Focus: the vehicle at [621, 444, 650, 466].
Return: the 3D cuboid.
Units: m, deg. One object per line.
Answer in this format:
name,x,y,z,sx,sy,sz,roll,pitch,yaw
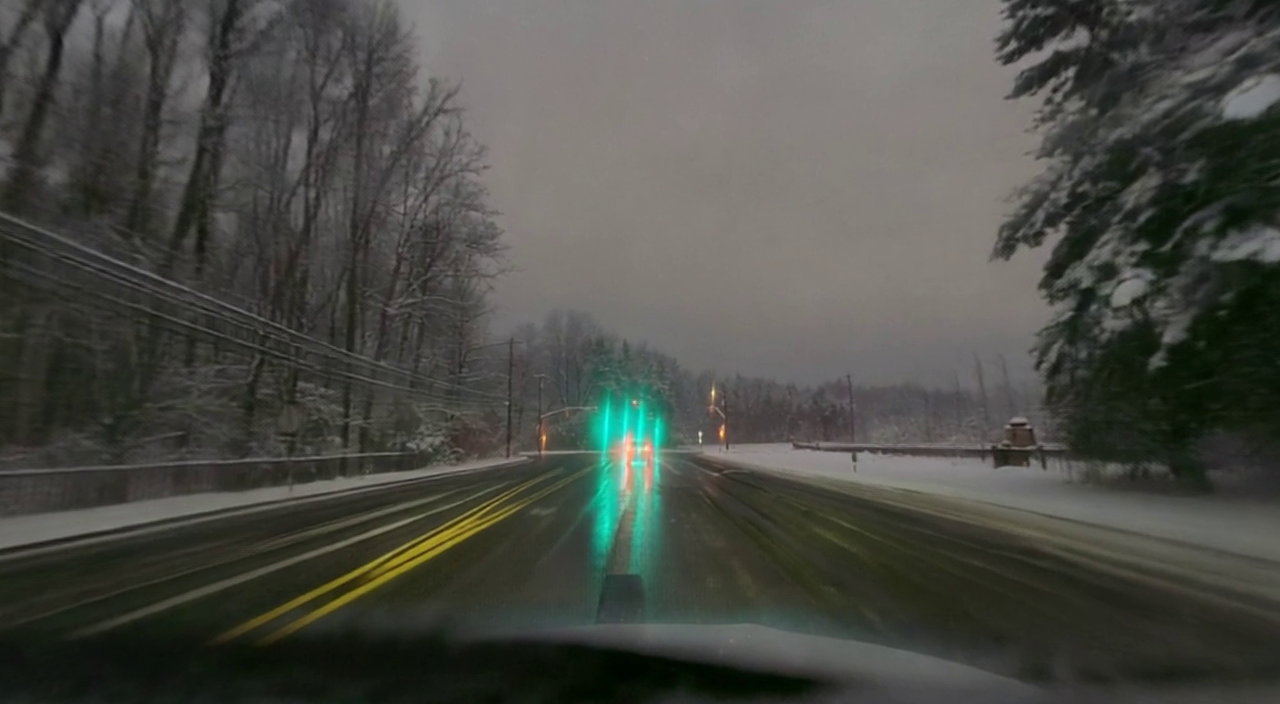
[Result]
vehicle,-0.310,7.384,45.588,2.042,1.489,3.963,0,-9,0
